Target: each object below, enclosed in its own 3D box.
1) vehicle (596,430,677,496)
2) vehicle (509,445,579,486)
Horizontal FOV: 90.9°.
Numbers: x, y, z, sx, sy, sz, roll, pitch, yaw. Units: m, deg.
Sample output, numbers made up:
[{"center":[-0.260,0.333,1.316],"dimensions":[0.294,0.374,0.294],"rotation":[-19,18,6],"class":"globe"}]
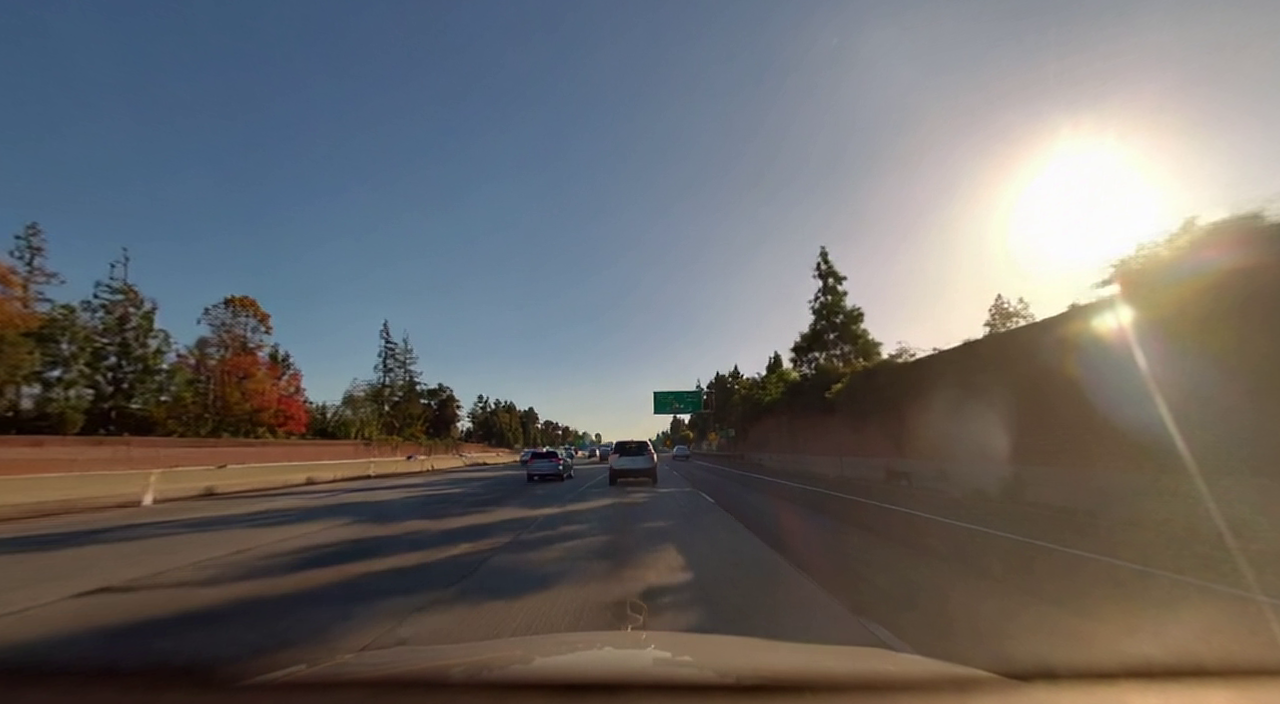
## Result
[{"center":[-0.069,3.407,19.661],"dimensions":[2.233,1.804,4.273],"rotation":[0,-9,1],"class":"vehicle"},{"center":[-3.578,4.303,24.247],"dimensions":[1.967,1.442,4.143],"rotation":[0,-9,1],"class":"vehicle"}]
